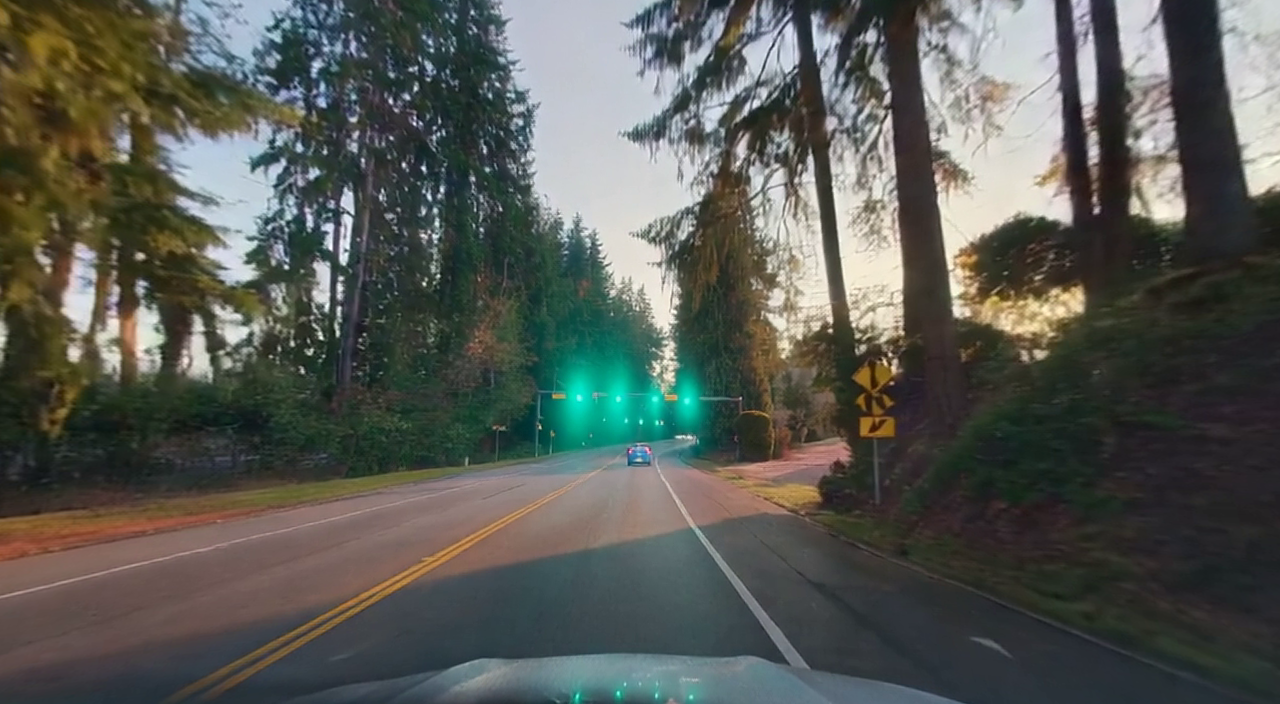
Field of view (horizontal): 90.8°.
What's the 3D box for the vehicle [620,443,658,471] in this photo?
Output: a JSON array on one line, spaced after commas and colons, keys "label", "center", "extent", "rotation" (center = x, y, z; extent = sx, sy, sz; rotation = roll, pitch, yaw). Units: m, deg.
[{"label": "vehicle", "center": [-0.077, 5.952, 35.955], "extent": [2.042, 1.489, 3.963], "rotation": [0, -9, 0]}]
